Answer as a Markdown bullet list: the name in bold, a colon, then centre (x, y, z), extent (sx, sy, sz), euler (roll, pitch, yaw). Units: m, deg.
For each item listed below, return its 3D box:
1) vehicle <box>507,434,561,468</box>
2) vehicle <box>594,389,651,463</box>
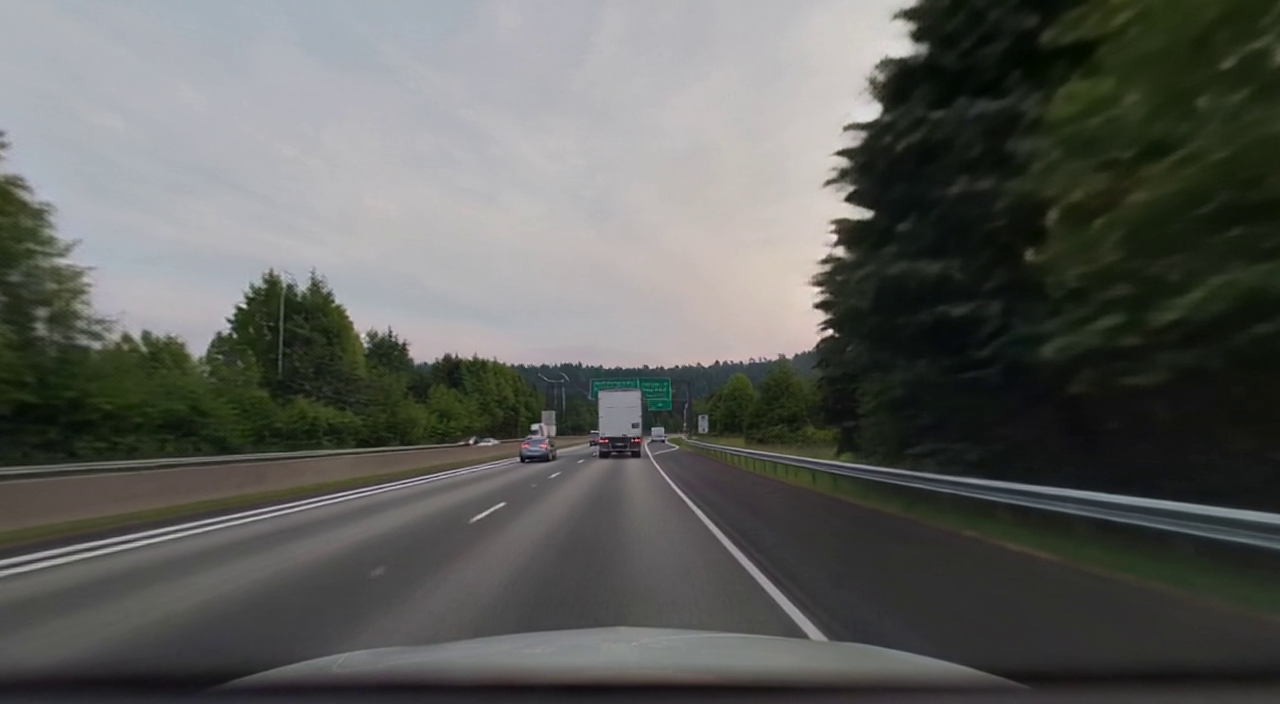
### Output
- **vehicle**: centre (-5.038, 4.725, 30.384), extent (1.931, 1.479, 4.083), euler (0, -8, -1)
- **vehicle**: centre (-0.998, 4.332, 36.209), extent (2.855, 3.741, 8.587), euler (0, -8, -2)
